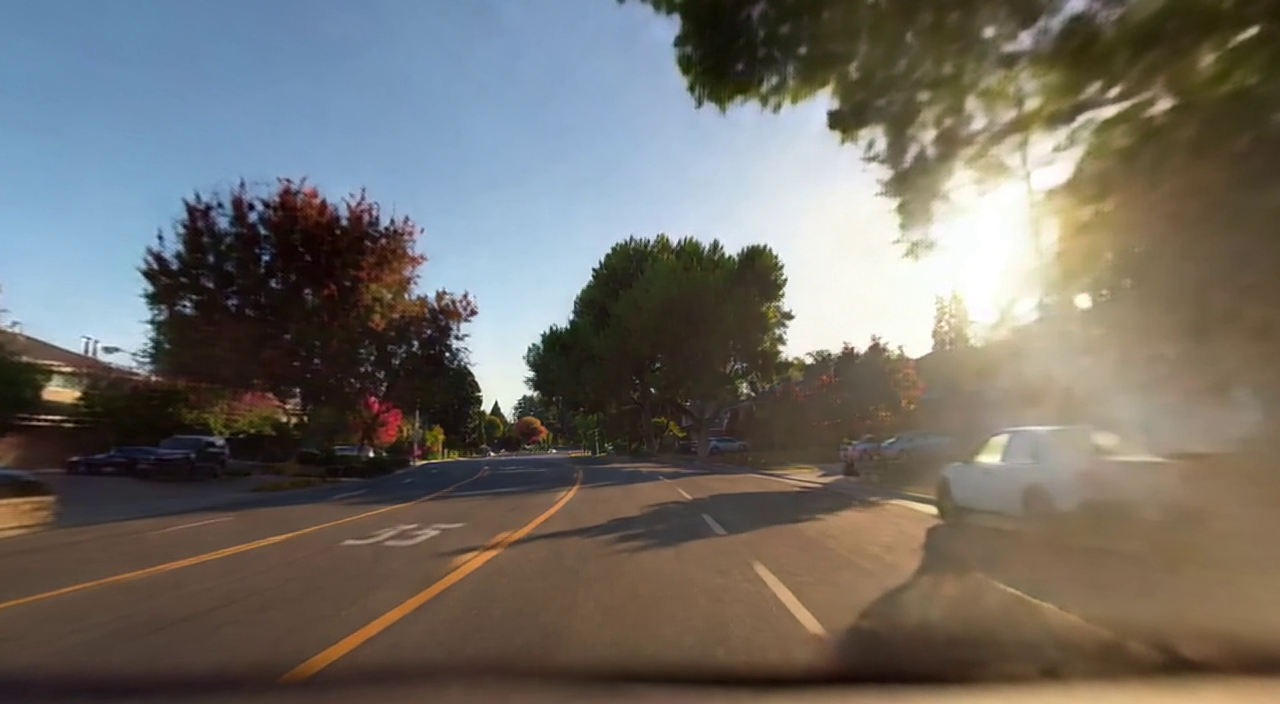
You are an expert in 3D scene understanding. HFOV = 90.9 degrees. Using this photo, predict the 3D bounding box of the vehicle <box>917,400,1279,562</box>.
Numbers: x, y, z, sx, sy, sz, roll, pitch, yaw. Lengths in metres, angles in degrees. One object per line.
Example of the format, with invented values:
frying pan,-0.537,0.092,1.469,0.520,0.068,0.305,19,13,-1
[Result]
vehicle,6.728,1.859,9.827,2.315,1.869,4.678,1,-8,-5

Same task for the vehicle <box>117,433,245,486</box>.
vehicle,-18.594,4.349,25.868,2.077,1.948,4.705,1,-8,-7

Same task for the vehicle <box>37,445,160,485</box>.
vehicle,-21.480,4.474,25.244,1.764,1.443,3.941,2,-9,-8

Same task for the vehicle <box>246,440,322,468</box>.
vehicle,-24.721,7.091,43.935,4.128,1.861,1.959,2,-9,-15
